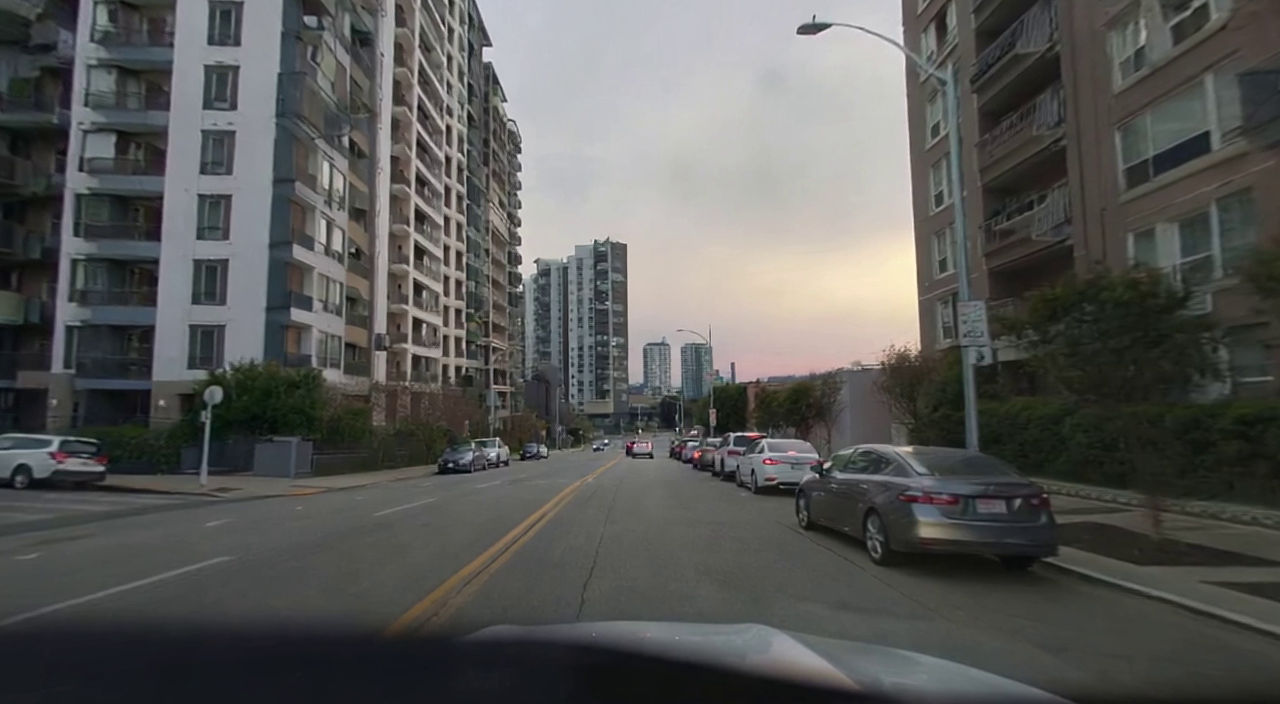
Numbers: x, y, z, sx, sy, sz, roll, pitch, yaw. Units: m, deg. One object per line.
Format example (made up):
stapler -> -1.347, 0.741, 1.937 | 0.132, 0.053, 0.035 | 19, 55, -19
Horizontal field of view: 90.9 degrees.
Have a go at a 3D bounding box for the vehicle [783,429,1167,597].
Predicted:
vehicle -> 3.486, 1.765, 8.008 | 2.107, 1.439, 4.938 | 0, -8, -1

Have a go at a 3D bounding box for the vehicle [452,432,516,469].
vehicle -> -9.287, 5.904, 38.087 | 2.457, 2.048, 5.461 | 0, -8, 0

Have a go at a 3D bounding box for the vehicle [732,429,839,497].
vehicle -> 3.731, 2.892, 16.721 | 1.946, 1.607, 3.082 | 0, -8, -3

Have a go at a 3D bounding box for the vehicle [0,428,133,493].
vehicle -> -17.182, 2.992, 17.545 | 4.278, 1.667, 2.085 | 0, -8, -1

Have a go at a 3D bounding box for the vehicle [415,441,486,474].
vehicle -> -9.528, 5.346, 32.162 | 2.089, 1.549, 4.597 | 0, -8, 1

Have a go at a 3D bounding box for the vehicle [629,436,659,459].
vehicle -> 0.270, 7.507, 49.692 | 2.261, 1.740, 4.065 | 0, -8, 0
